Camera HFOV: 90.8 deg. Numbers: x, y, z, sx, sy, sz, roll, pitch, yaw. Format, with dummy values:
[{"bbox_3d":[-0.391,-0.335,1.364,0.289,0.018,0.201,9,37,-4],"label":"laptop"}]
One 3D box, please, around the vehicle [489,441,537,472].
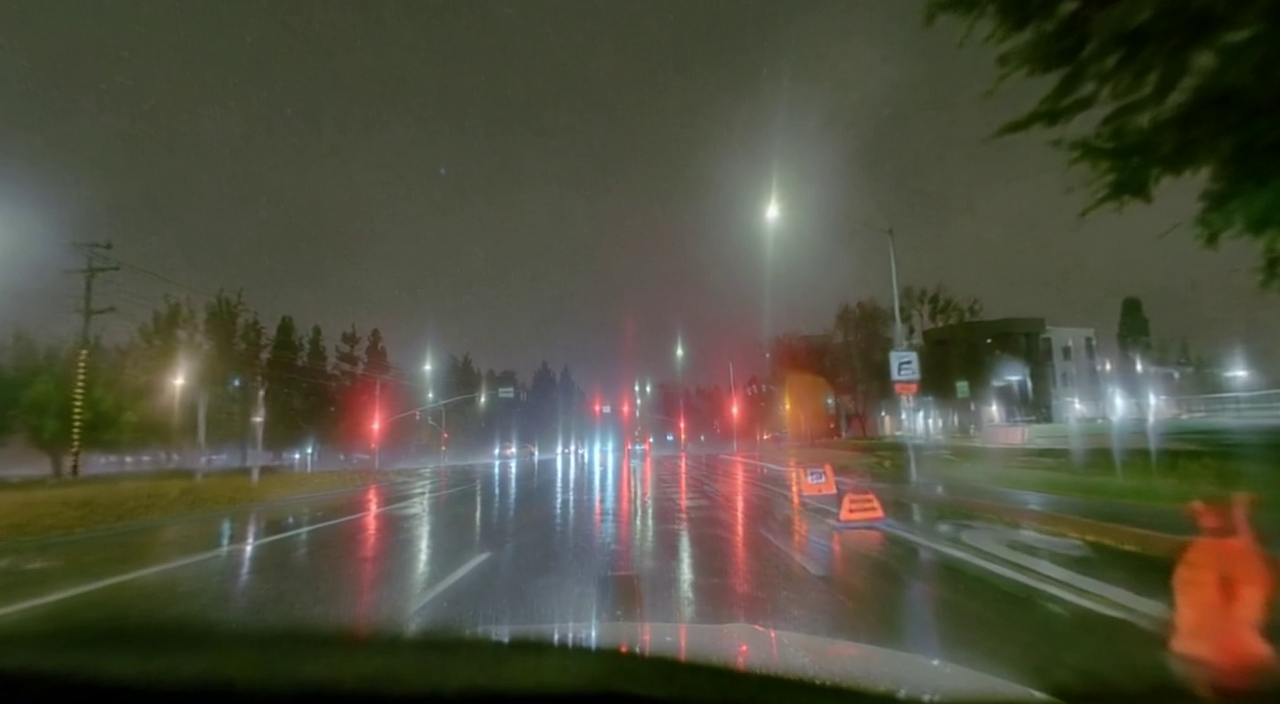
[{"bbox_3d":[-6.910,5.717,34.858,1.869,1.570,4.064,0,-8,-1],"label":"vehicle"}]
